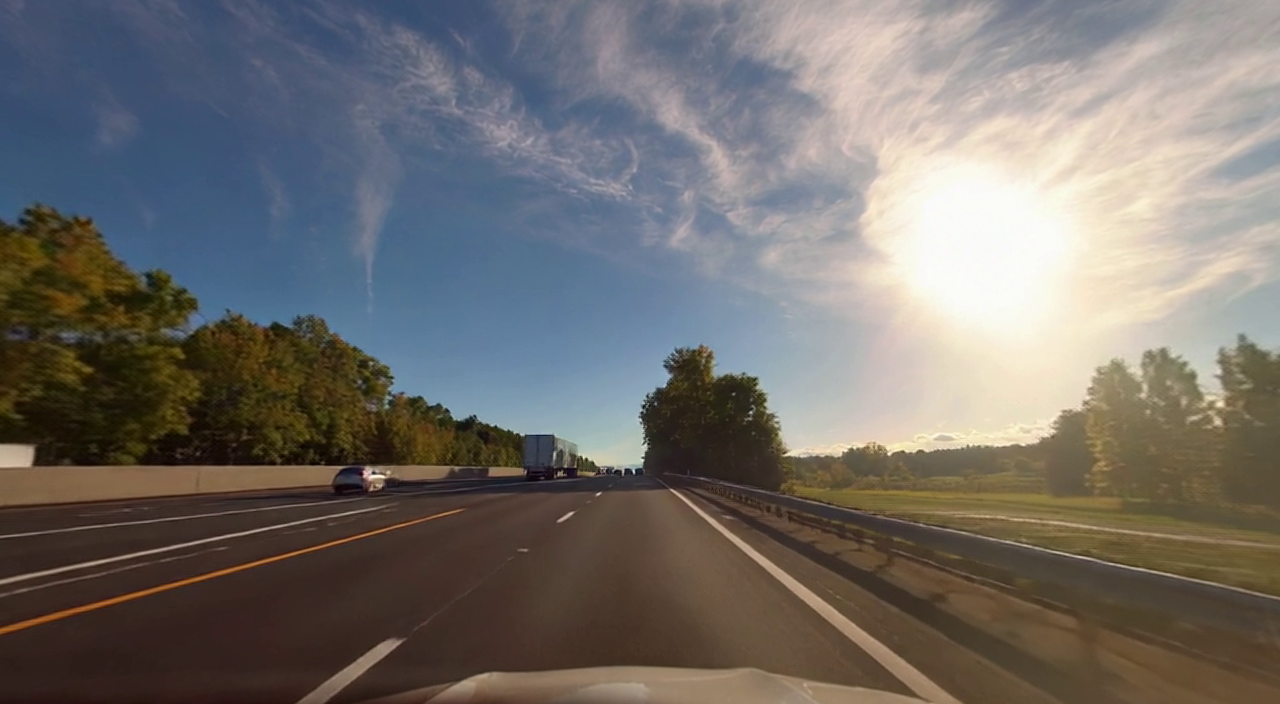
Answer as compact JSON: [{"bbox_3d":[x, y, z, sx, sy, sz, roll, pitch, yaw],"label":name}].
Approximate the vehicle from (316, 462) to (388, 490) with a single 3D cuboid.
[{"bbox_3d":[-15.712,6.795,34.651,1.745,1.430,4.252,0,-10,3],"label":"vehicle"}]
